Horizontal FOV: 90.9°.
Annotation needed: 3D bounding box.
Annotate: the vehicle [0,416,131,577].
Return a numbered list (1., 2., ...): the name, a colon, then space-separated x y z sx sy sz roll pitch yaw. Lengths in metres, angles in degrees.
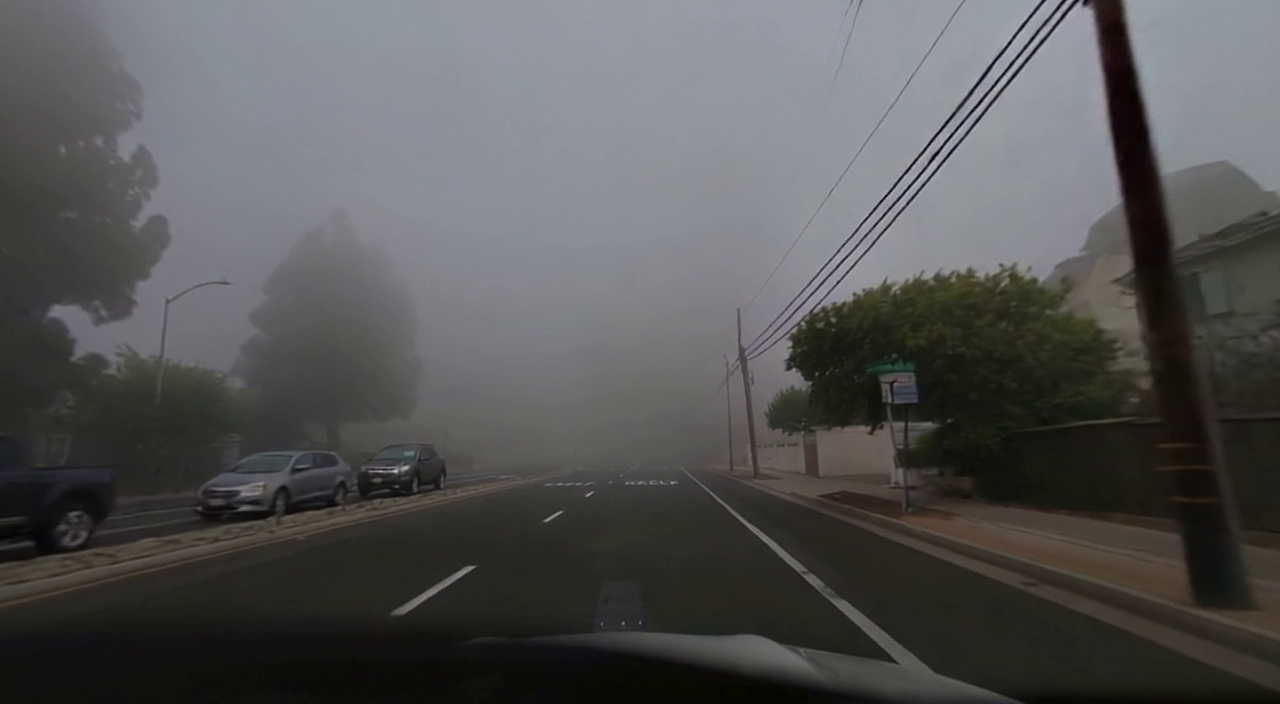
1. vehicle: -8.515 1.568 6.579 2.293 1.839 4.793 0 -8 1

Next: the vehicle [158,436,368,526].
1. vehicle: -8.788 3.015 15.415 2.075 1.733 4.947 -3 -9 1

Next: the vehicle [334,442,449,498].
1. vehicle: -8.686 4.143 22.599 2.084 1.741 4.737 -2 -9 2
